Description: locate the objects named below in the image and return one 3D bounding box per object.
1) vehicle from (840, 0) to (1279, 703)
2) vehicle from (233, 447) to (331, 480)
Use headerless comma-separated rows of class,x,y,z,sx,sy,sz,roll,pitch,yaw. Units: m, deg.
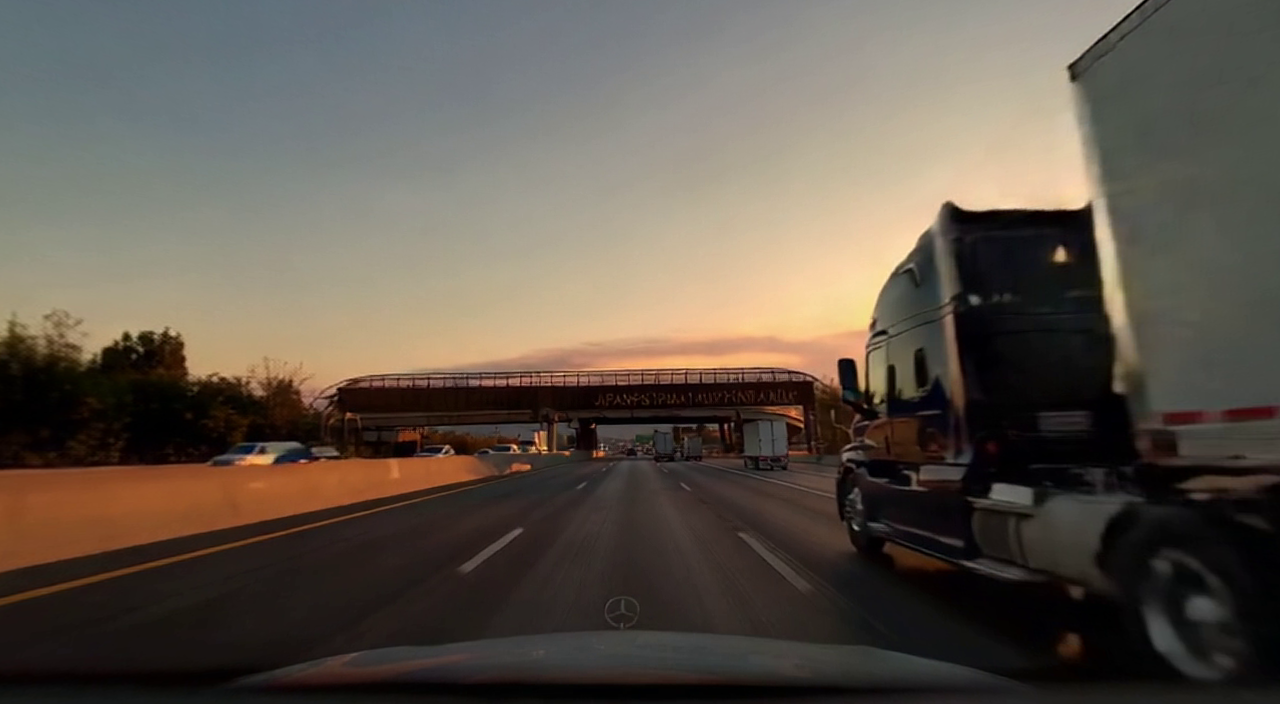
vehicle,3.335,-0.348,1.700,3.210,4.239,7.307,0,-9,1
vehicle,-18.176,5.674,32.442,2.085,1.544,4.950,0,-9,1
